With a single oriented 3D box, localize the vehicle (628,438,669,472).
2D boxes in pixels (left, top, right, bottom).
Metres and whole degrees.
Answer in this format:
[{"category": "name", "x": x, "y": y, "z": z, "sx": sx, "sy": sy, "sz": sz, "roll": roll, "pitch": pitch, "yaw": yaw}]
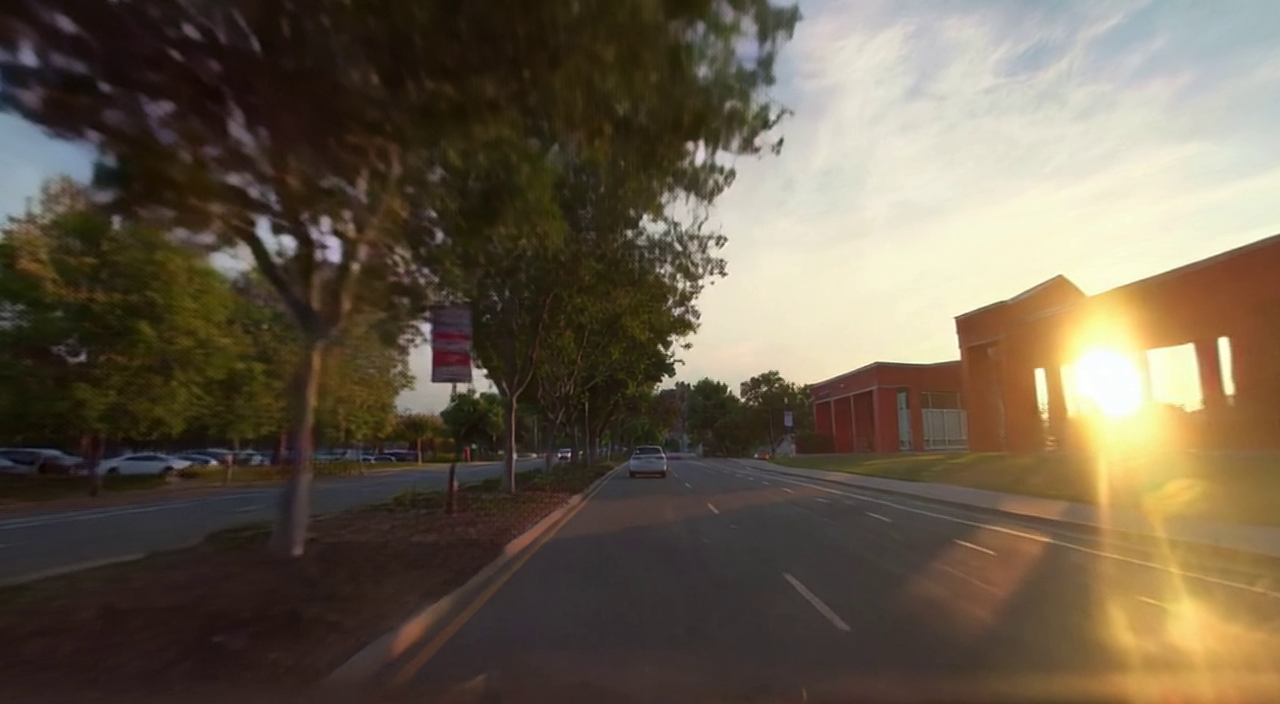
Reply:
[{"category": "vehicle", "x": 0.468, "y": 5.619, "z": 34.553, "sx": 2.123, "sy": 1.703, "sz": 4.292, "roll": 0, "pitch": -8, "yaw": 1}]
